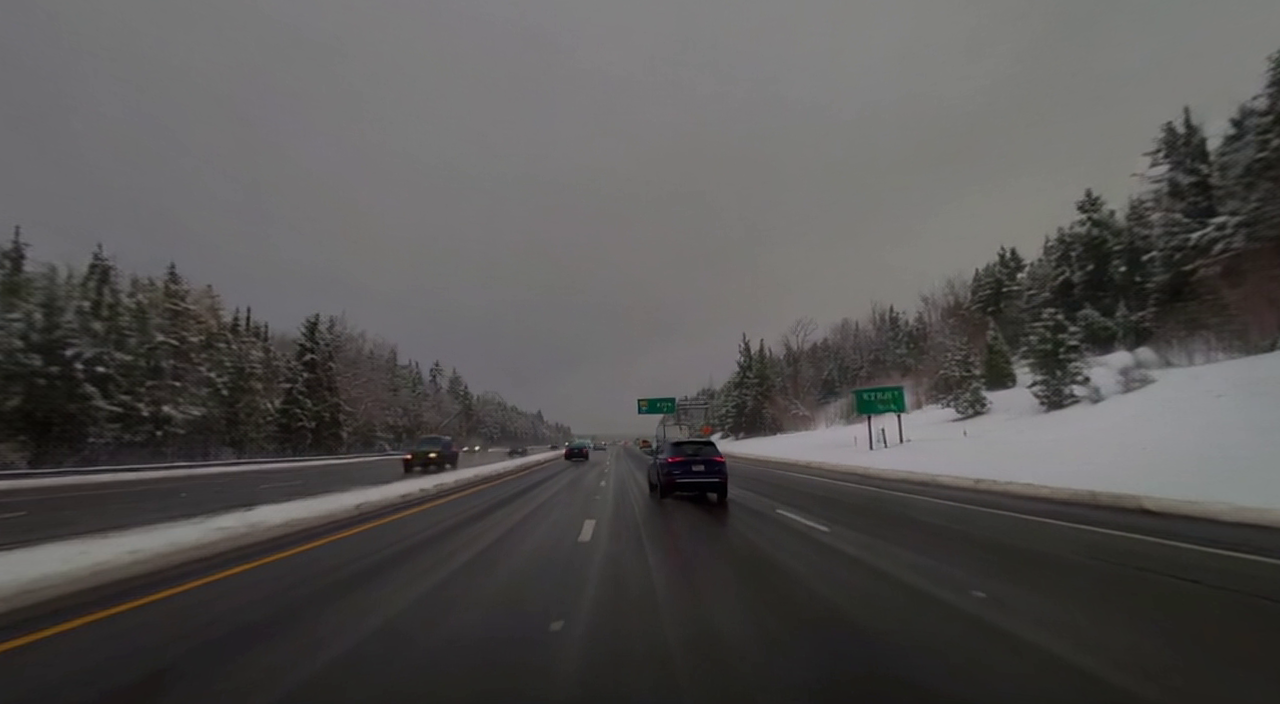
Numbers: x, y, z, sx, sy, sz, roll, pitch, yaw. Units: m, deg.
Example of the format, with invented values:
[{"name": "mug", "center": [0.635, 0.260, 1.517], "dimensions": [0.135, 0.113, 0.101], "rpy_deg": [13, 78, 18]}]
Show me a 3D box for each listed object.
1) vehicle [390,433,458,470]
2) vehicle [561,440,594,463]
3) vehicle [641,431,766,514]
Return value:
[{"name": "vehicle", "center": [-11.569, 5.337, 34.174], "dimensions": [2.083, 1.845, 5.012], "rpy_deg": [0, -8, -2]}, {"name": "vehicle", "center": [-4.252, 6.851, 43.699], "dimensions": [2.055, 1.466, 4.317], "rpy_deg": [0, -8, -3]}, {"name": "vehicle", "center": [1.181, 2.548, 14.054], "dimensions": [1.961, 1.495, 4.743], "rpy_deg": [1, -8, -4]}]
